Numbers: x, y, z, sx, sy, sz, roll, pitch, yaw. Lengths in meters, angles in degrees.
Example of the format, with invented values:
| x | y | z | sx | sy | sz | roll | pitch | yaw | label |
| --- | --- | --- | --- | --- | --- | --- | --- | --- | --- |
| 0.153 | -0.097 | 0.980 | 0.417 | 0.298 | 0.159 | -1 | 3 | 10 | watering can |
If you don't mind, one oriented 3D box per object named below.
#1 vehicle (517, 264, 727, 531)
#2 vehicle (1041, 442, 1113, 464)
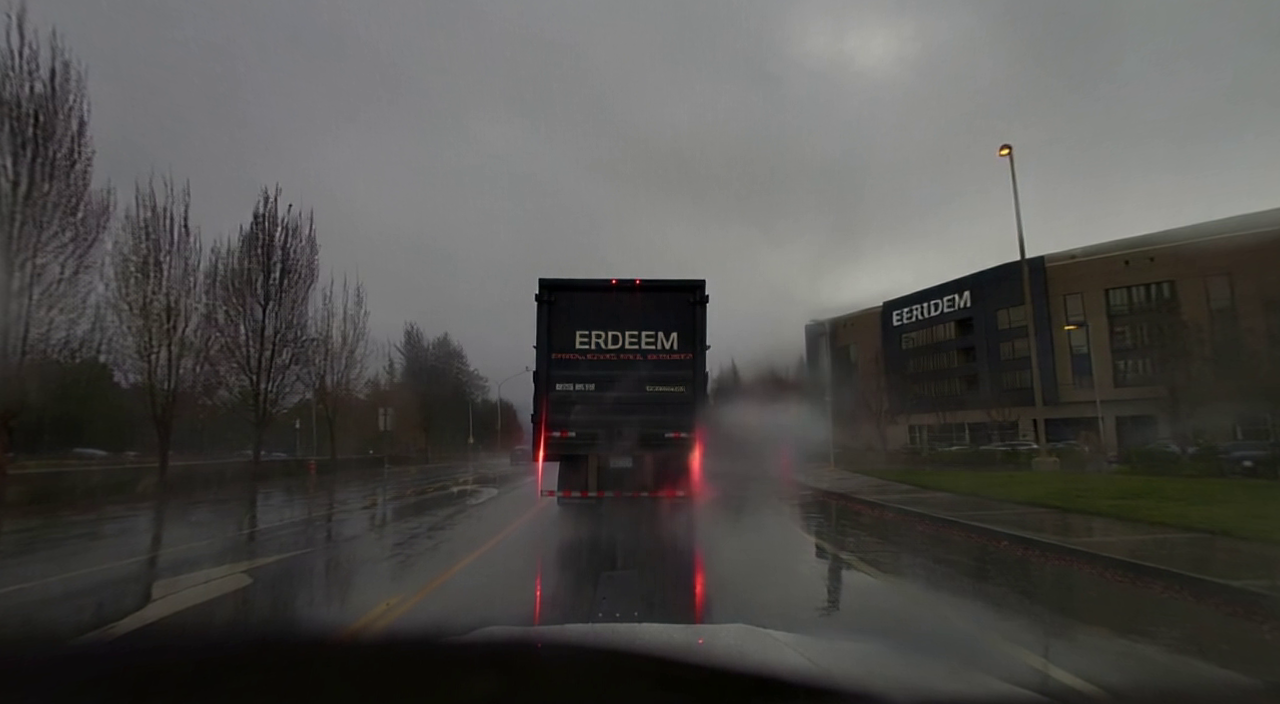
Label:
| x | y | z | sx | sy | sz | roll | pitch | yaw | label |
| --- | --- | --- | --- | --- | --- | --- | --- | --- | --- |
| -0.192 | 1.212 | 13.471 | 2.876 | 3.724 | 9.351 | 0 | -8 | 1 | vehicle |
| 31.365 | 7.222 | 45.157 | 1.652 | 1.423 | 3.797 | 5 | -9 | -35 | vehicle |
